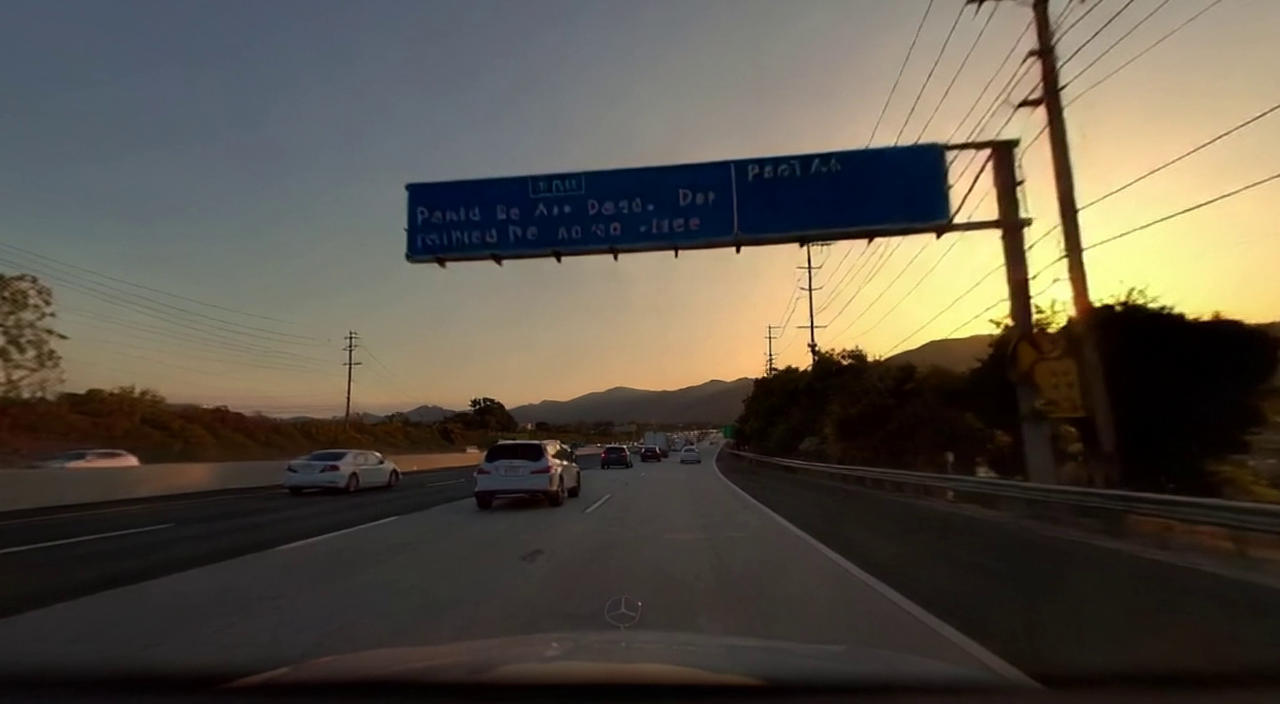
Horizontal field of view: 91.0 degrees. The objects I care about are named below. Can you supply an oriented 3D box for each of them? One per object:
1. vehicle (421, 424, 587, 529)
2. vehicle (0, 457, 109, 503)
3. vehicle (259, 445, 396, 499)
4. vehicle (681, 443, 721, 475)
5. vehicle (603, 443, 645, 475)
[{"bbox_3d":[-2.588,2.549,13.541,2.202,1.801,4.959,-1,-9,3],"label":"vehicle"},{"bbox_3d":[-23.177,4.791,23.917,1.841,1.523,4.494,-1,-9,4],"label":"vehicle"},{"bbox_3d":[-9.858,3.790,20.326,1.954,1.517,4.378,-1,-9,3],"label":"vehicle"},{"bbox_3d":[3.349,5.883,34.847,2.038,1.677,4.219,-1,-9,5],"label":"vehicle"},{"bbox_3d":[-0.852,6.133,36.289,1.976,1.688,4.124,-1,-9,5],"label":"vehicle"}]
